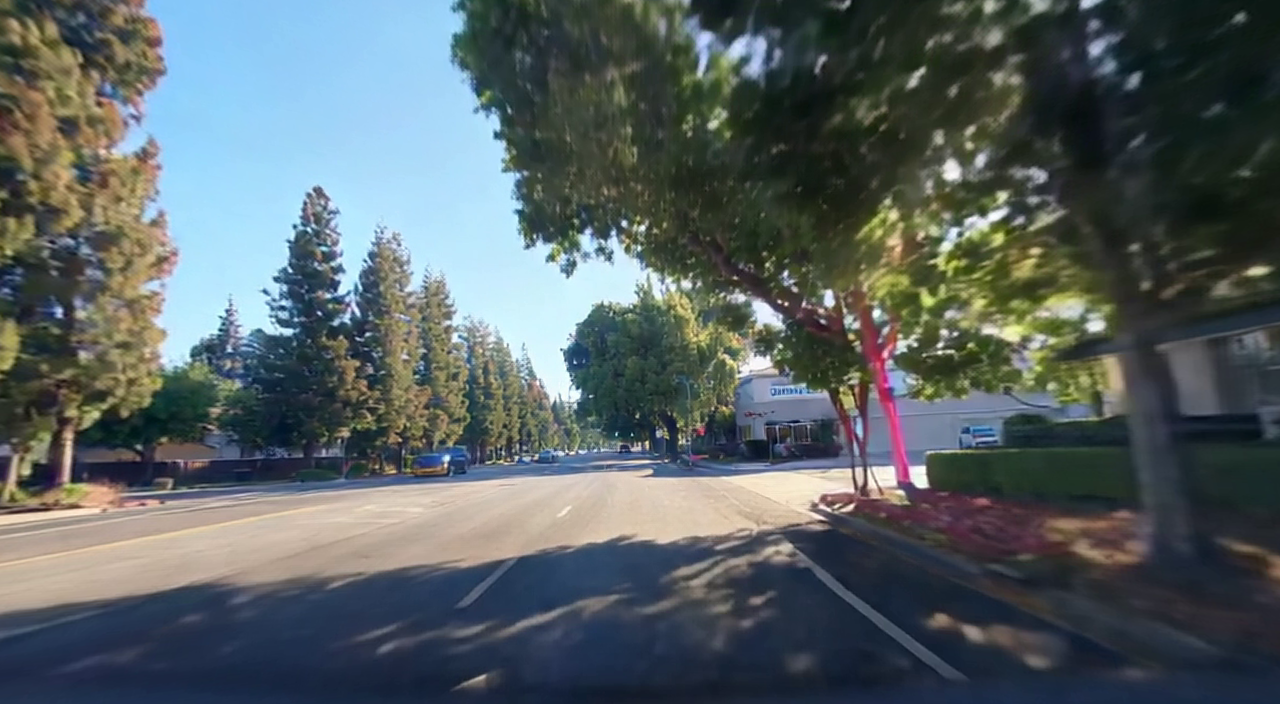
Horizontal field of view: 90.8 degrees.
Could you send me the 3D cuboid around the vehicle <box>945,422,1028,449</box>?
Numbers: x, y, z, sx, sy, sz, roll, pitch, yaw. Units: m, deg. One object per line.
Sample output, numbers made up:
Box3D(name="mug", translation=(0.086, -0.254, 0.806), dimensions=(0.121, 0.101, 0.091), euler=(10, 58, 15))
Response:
Box3D(name="vehicle", translation=(21.606, 5.296, 39.706), dimensions=(2.028, 1.584, 4.971), euler=(1, -9, -5))
